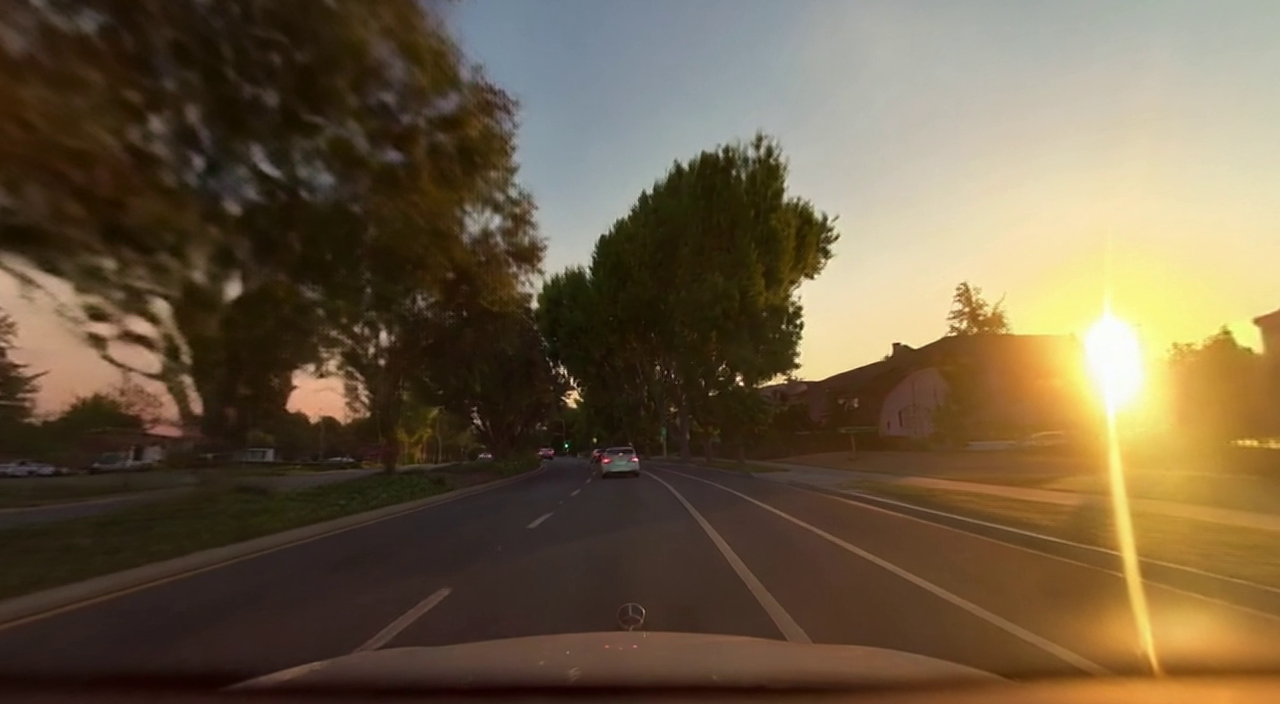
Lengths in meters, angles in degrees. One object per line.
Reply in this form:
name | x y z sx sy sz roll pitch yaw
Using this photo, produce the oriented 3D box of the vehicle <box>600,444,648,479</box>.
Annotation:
vehicle | -0.778 4.893 28.565 2.009 1.456 4.003 0 -8 -4
